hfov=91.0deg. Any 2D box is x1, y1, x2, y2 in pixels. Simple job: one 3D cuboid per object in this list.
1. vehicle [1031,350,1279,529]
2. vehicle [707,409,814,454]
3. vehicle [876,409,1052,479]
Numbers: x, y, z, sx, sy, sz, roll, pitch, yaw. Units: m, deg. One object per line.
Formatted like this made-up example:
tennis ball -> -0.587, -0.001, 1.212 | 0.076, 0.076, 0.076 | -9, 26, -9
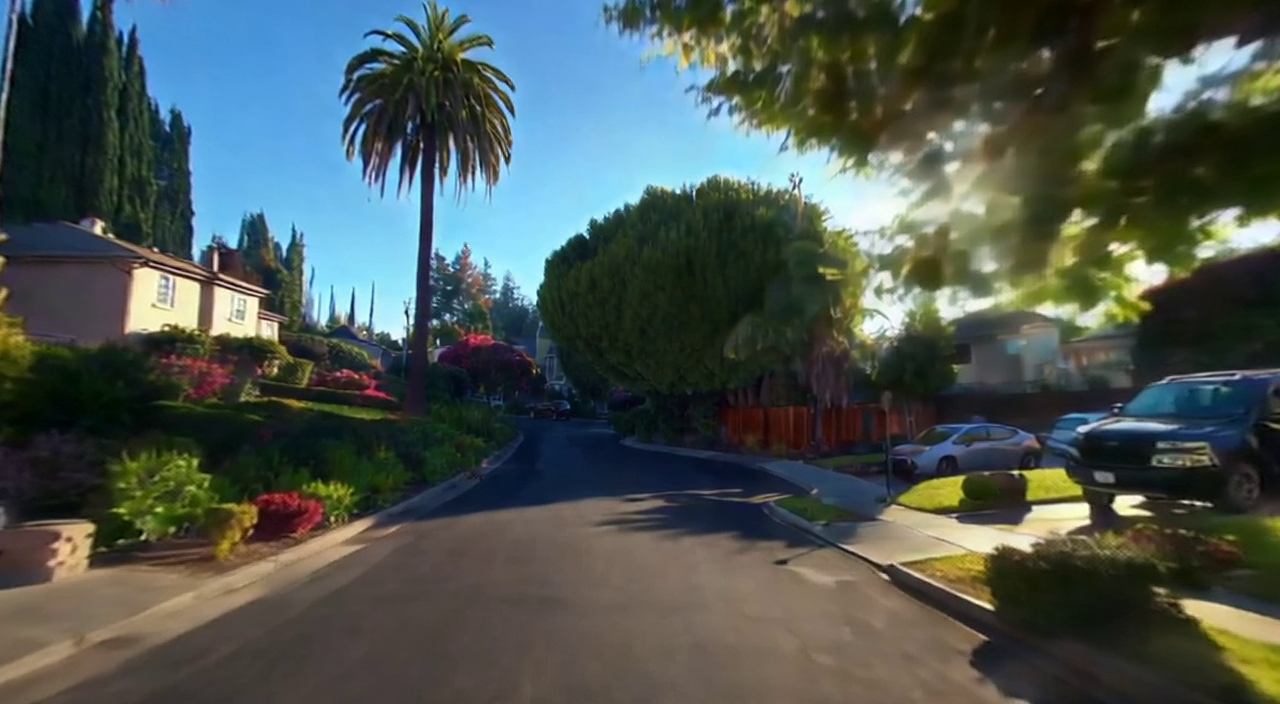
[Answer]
vehicle -> 9.860, 1.372, 9.907 | 6.615, 2.137, 2.578 | 3, -9, -20
vehicle -> 6.707, 4.453, 34.811 | 5.663, 1.913, 2.170 | 9, -13, -27
vehicle -> 10.041, 2.856, 19.629 | 4.443, 1.948, 2.230 | 1, -10, -18
